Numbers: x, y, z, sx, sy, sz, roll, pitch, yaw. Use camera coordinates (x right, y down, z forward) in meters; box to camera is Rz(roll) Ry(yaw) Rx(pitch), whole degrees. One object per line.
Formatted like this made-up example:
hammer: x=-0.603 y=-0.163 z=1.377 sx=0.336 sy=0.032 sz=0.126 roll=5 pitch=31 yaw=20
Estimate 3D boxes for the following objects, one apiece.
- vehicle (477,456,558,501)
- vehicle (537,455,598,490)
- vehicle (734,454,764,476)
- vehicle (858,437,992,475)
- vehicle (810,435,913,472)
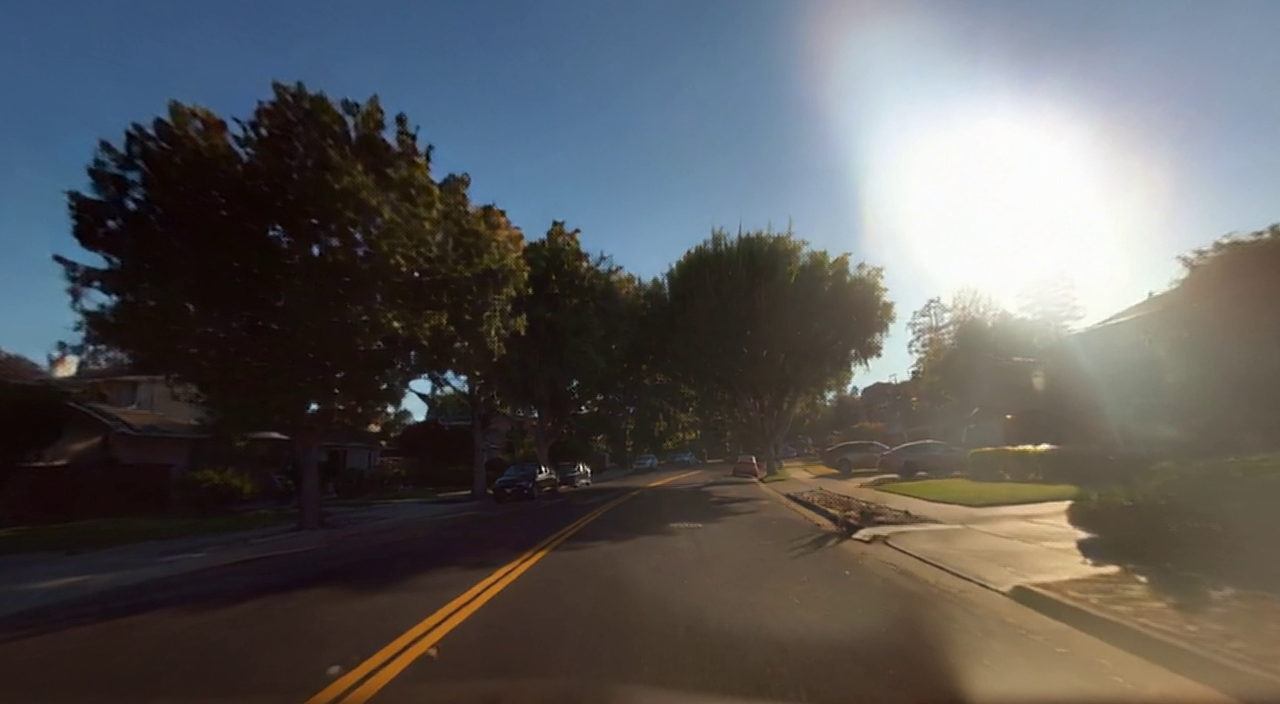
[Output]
vehicle: x=-4.646 y=5.011 z=24.652 sx=1.886 sy=1.494 sz=4.149 roll=-2 pitch=-14 yaw=7
vehicle: x=-3.548 y=6.129 z=31.817 sx=1.972 sy=1.536 sz=4.347 roll=-2 pitch=-14 yaw=8
vehicle: x=7.767 y=8.022 z=45.006 sx=1.972 sy=1.460 sz=4.137 roll=-2 pitch=-9 yaw=10
vehicle: x=12.071 y=4.448 z=27.007 sx=4.744 sy=1.507 sz=1.953 roll=-1 pitch=-9 yaw=3
vehicle: x=12.020 y=5.558 z=34.624 sx=5.009 sy=1.906 sz=2.046 roll=-2 pitch=-9 yaw=12
